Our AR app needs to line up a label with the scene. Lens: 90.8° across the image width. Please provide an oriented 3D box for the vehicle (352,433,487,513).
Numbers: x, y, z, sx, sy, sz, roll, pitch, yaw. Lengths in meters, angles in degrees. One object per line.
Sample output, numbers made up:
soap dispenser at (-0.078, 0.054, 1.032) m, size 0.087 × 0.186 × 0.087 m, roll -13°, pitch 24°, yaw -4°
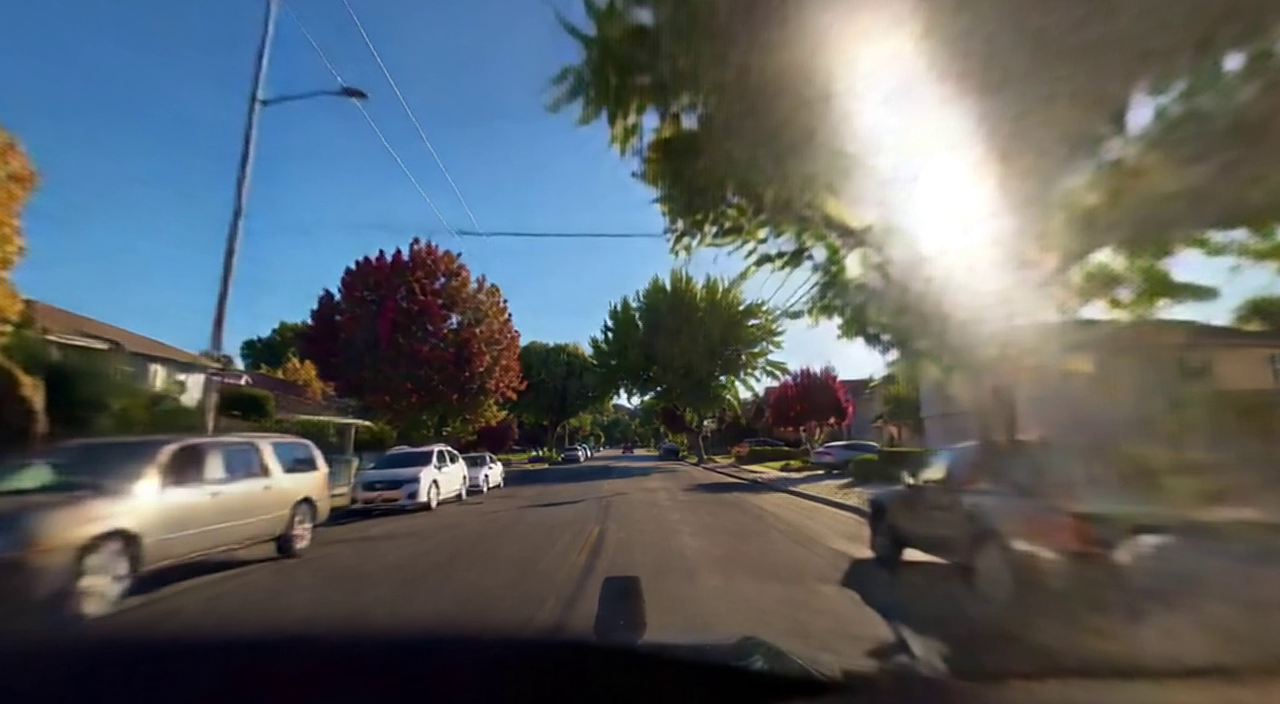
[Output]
vehicle at (-5.956, 3.305, 17.856) m, size 2.015 × 1.766 × 5.450 m, roll -3°, pitch -8°, yaw -2°

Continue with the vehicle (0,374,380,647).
vehicle at (-5.585, 1.686, 7.679) m, size 2.411 × 1.979 × 5.915 m, roll -5°, pitch -8°, yaw -1°
